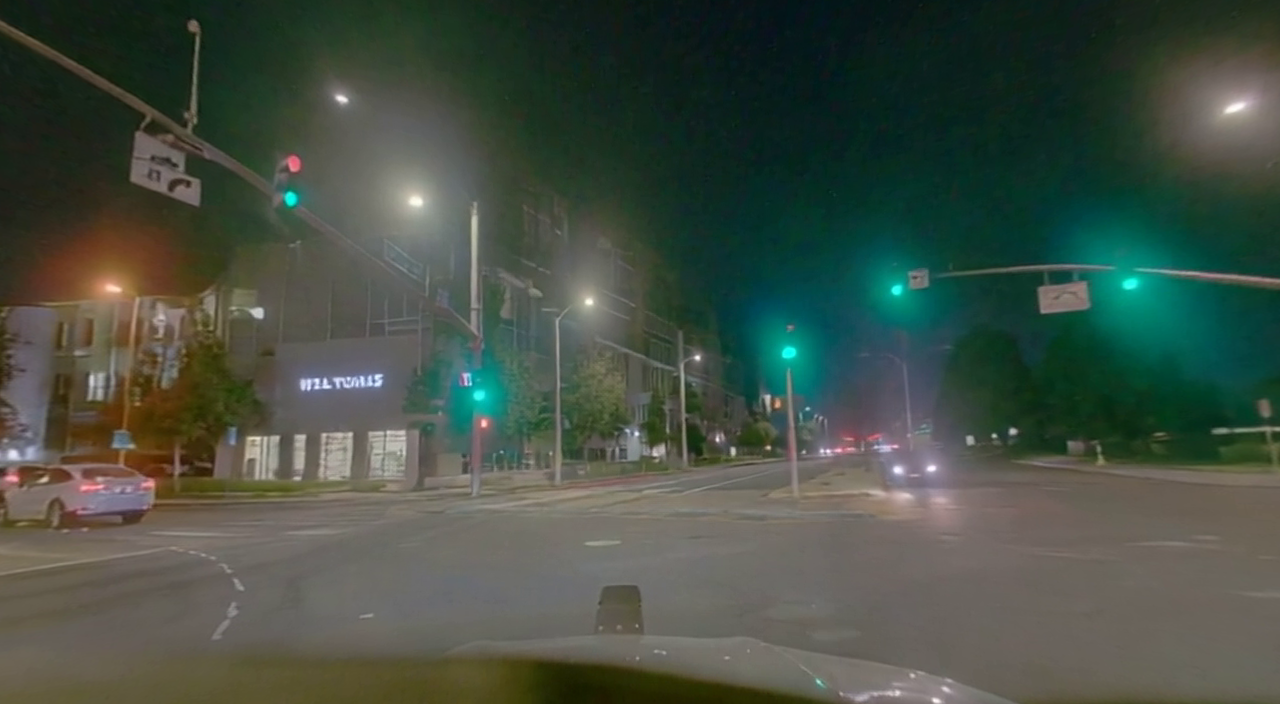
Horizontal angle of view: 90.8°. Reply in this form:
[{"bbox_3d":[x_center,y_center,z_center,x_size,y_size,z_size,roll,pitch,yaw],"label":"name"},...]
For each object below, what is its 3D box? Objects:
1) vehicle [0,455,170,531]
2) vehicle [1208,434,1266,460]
[{"bbox_3d":[-14.736,3.504,16.277,4.312,1.642,2.197,-4,-9,23],"label":"vehicle"},{"bbox_3d":[40.470,6.434,42.812,4.113,1.606,2.219,7,-11,-39],"label":"vehicle"}]
